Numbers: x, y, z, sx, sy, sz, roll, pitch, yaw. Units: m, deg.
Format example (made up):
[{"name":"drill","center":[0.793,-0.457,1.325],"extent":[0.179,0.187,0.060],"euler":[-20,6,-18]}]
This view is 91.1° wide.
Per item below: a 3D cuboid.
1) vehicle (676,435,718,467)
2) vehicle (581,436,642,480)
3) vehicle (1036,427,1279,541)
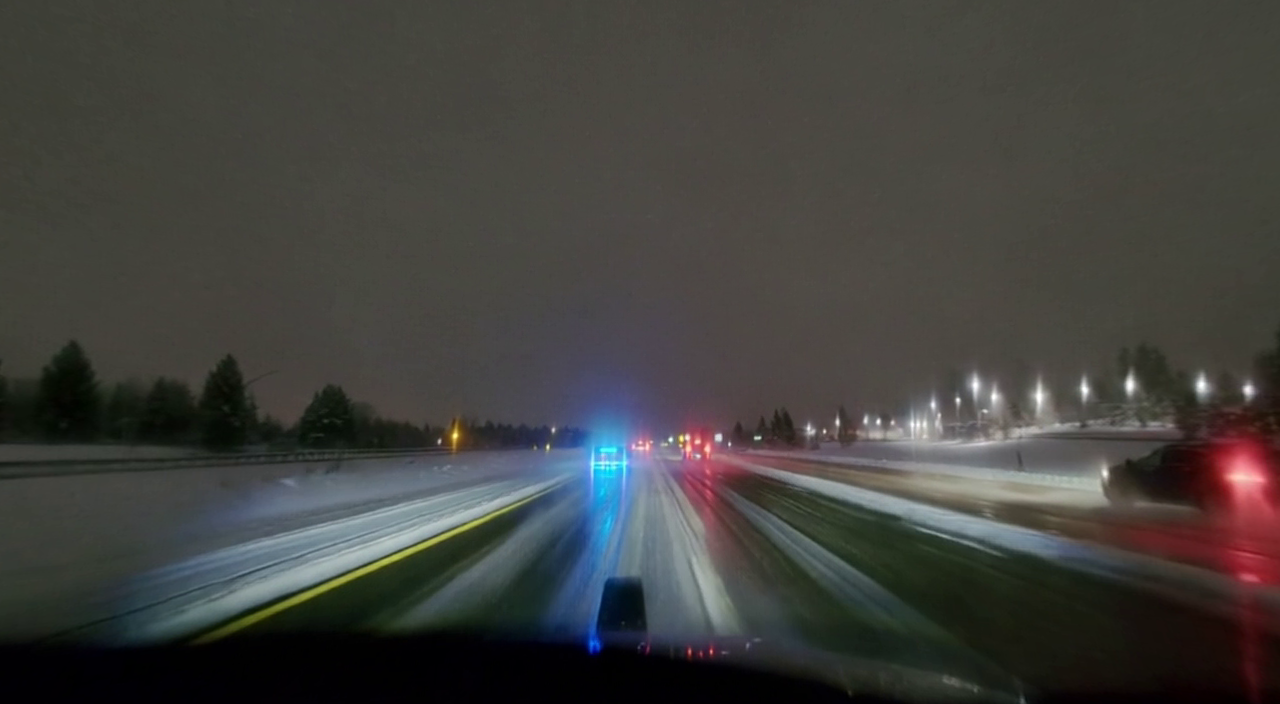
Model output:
[{"name":"vehicle","center":[3.198,5.678,36.050],"extent":[2.063,1.698,4.355],"euler":[0,-8,1]},{"name":"vehicle","center":[-1.019,4.137,24.732],"extent":[2.050,1.546,4.344],"euler":[-1,-8,2]},{"name":"vehicle","center":[9.393,2.116,10.864],"extent":[1.870,1.493,5.015],"euler":[0,-8,1]}]
